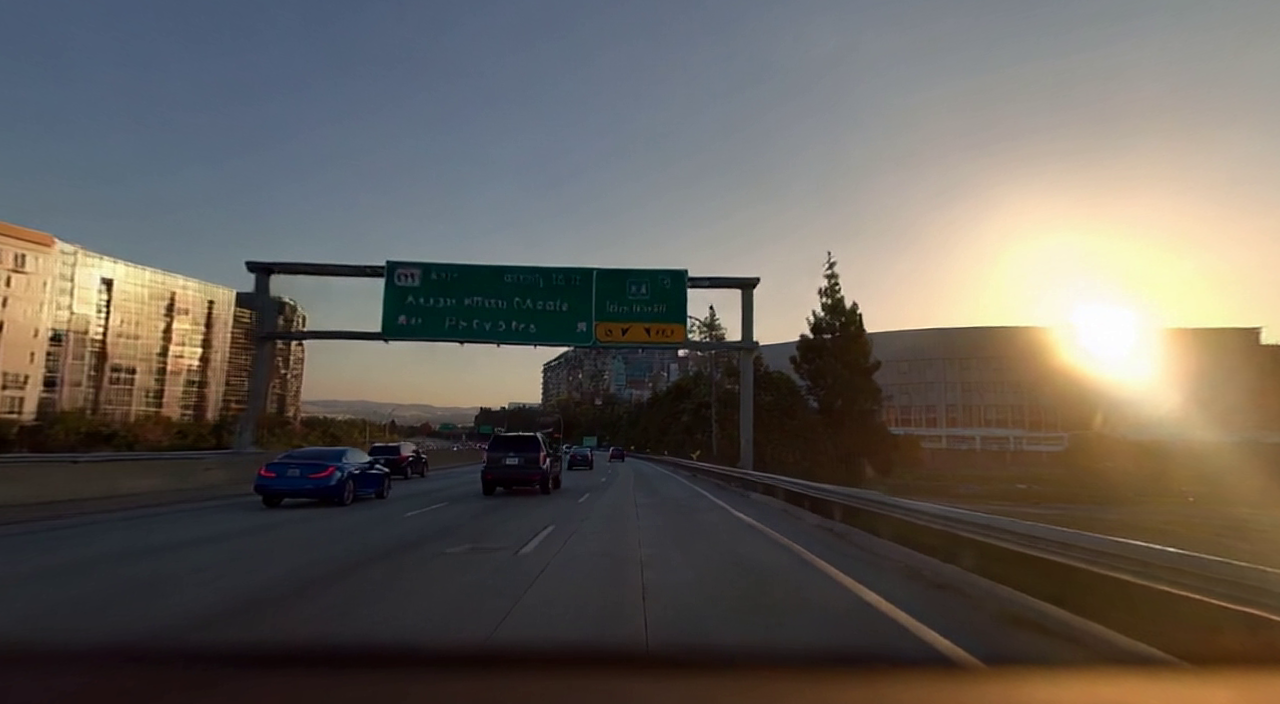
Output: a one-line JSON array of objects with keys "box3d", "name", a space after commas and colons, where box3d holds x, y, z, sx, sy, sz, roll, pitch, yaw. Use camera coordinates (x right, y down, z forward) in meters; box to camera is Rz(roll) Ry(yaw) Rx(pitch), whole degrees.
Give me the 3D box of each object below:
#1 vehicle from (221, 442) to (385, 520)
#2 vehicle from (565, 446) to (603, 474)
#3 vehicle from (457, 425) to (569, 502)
[{"box3d": [-7.391, 2.816, 14.254, 1.796, 1.509, 3.393, 0, -8, 0], "name": "vehicle"}, {"box3d": [-3.341, 6.482, 38.063, 1.955, 1.614, 3.817, 0, -8, 0], "name": "vehicle"}, {"box3d": [-3.635, 3.313, 19.243, 2.301, 1.985, 5.247, 0, -8, 1], "name": "vehicle"}]
